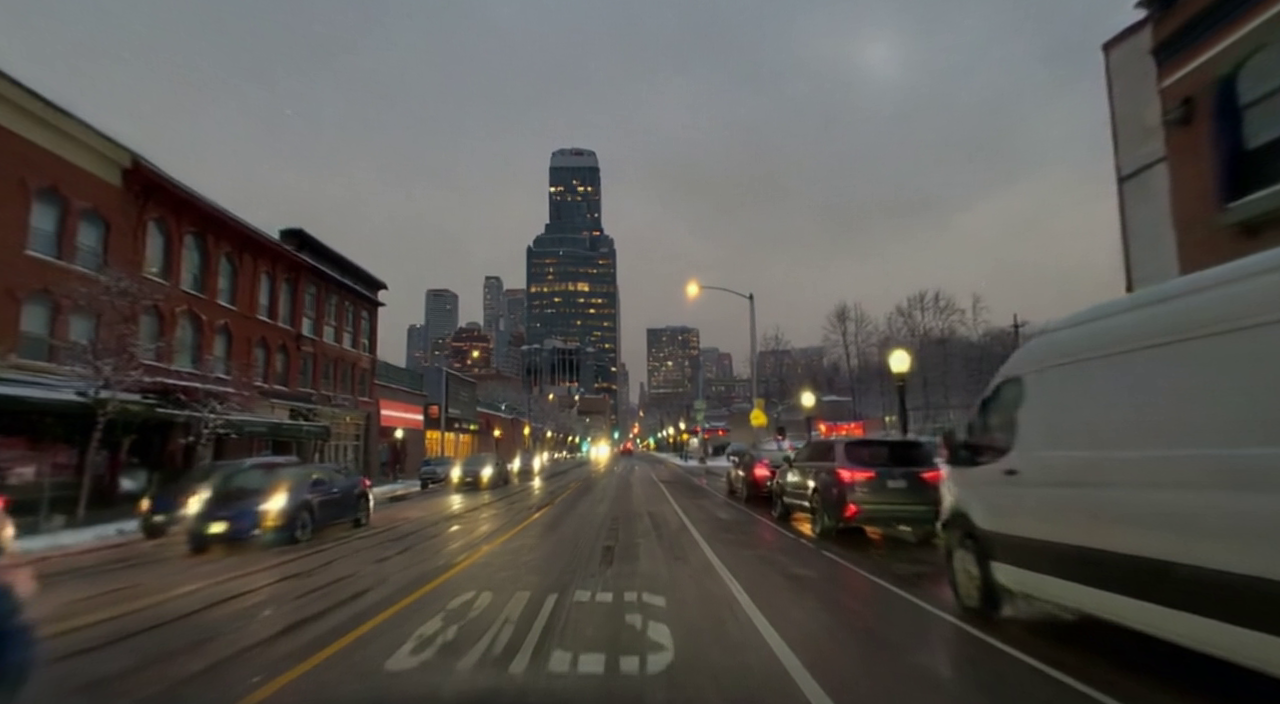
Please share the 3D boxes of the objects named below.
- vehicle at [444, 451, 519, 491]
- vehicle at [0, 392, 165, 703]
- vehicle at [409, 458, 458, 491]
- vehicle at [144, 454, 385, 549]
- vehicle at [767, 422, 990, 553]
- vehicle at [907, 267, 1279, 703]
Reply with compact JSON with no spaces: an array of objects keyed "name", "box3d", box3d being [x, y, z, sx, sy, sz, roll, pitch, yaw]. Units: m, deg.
[{"name":"vehicle","box3d":[-6.658,5.034,27.092,1.993,1.484,4.812,0,-9,0]},{"name":"vehicle","box3d":[-3.242,0.727,0.778,2.024,1.579,4.300,0,-9,-2]},{"name":"vehicle","box3d":[-11.456,6.792,35.206,1.586,1.397,3.473,-3,-6,0]},{"name":"vehicle","box3d":[-7.218,2.878,12.893,2.009,1.488,4.650,-1,-9,1]},{"name":"vehicle","box3d":[3.741,2.210,11.082,1.881,1.751,4.859,0,-9,-1]},{"name":"vehicle","box3d":[3.796,0.826,3.261,2.215,2.177,5.608,0,-9,-2]}]
